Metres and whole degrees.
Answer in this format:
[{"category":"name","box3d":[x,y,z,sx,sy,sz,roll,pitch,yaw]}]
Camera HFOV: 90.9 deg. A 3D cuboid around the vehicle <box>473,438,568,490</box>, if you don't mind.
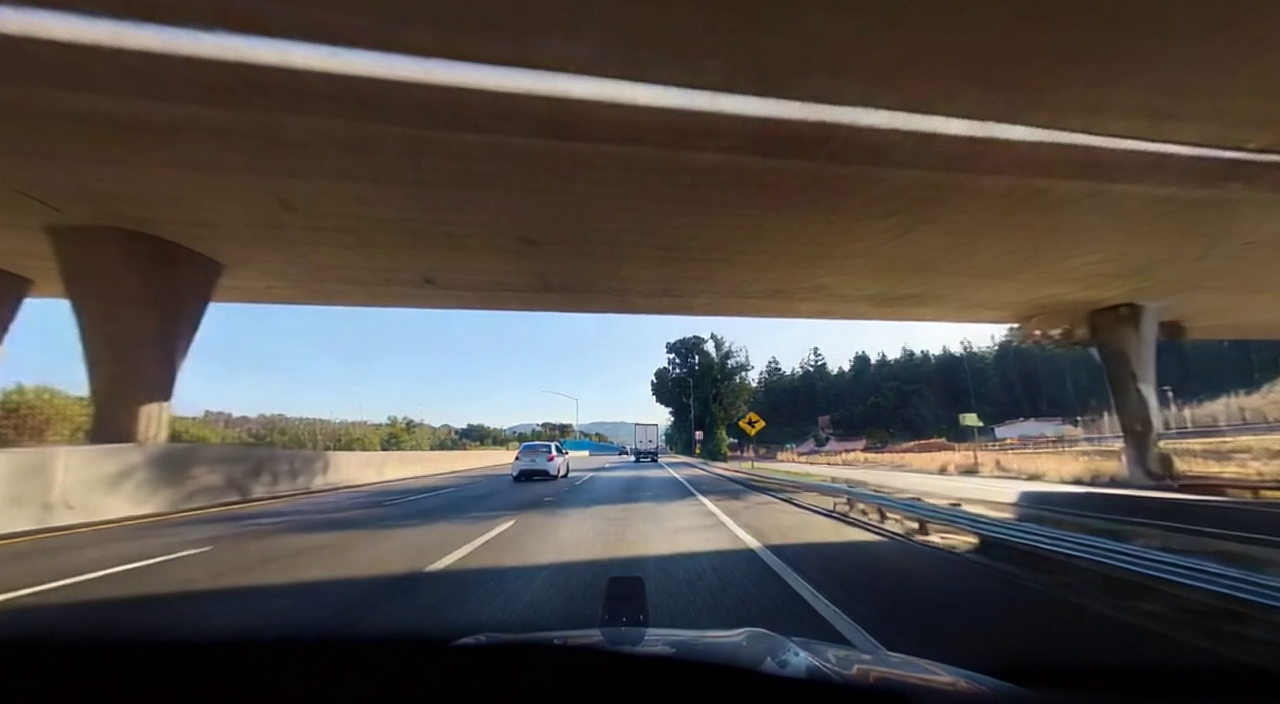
[{"category":"vehicle","box3d":[-4.022,3.885,22.175,2.235,1.593,5.077,0,-9,1]}]
